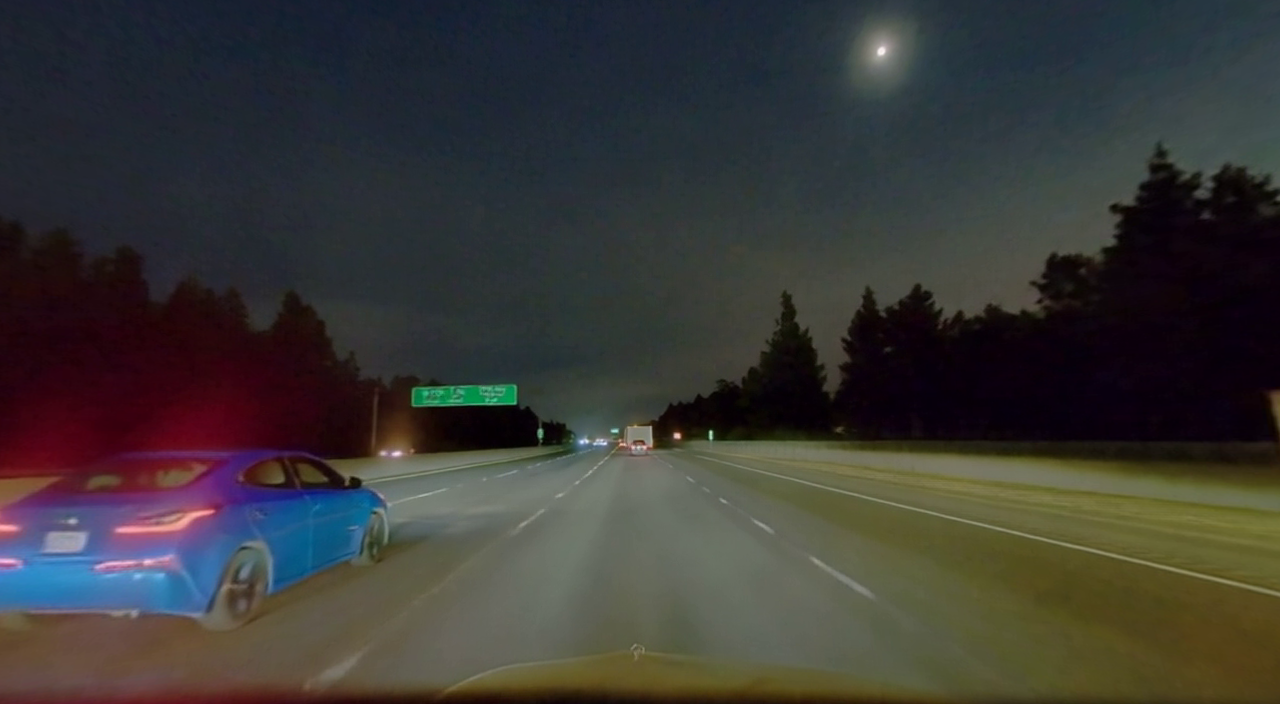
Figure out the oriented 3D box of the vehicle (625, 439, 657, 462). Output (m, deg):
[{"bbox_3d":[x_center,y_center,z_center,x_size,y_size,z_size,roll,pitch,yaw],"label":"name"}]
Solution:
[{"bbox_3d":[-0.011,6.637,42.489,2.028,1.440,3.690,0,-8,-2],"label":"vehicle"}]
